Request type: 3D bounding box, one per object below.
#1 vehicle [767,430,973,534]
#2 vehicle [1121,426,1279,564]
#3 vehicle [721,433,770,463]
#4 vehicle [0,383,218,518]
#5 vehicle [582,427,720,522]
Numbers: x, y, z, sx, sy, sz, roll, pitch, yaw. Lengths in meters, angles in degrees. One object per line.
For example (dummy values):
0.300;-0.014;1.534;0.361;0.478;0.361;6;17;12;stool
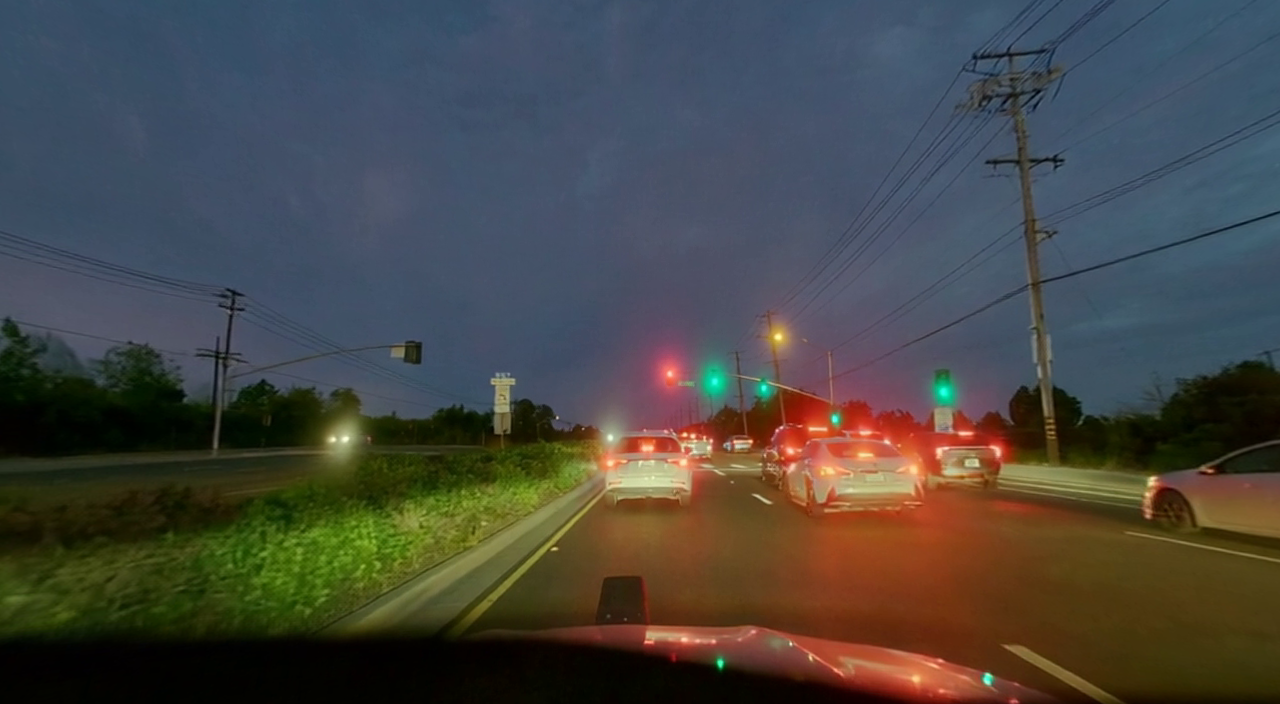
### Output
3.727;2.189;11.282;2.028;1.454;4.531;0;-8;1;vehicle
7.904;1.556;6.886;1.905;1.483;4.469;-1;-8;3;vehicle
5.530;5.090;33.573;1.995;1.491;4.133;0;-8;1;vehicle
-17.632;2.898;18.666;3.085;3.375;9.783;-1;-8;3;vehicle
0.195;2.287;12.347;2.208;1.498;4.401;0;-8;1;vehicle
